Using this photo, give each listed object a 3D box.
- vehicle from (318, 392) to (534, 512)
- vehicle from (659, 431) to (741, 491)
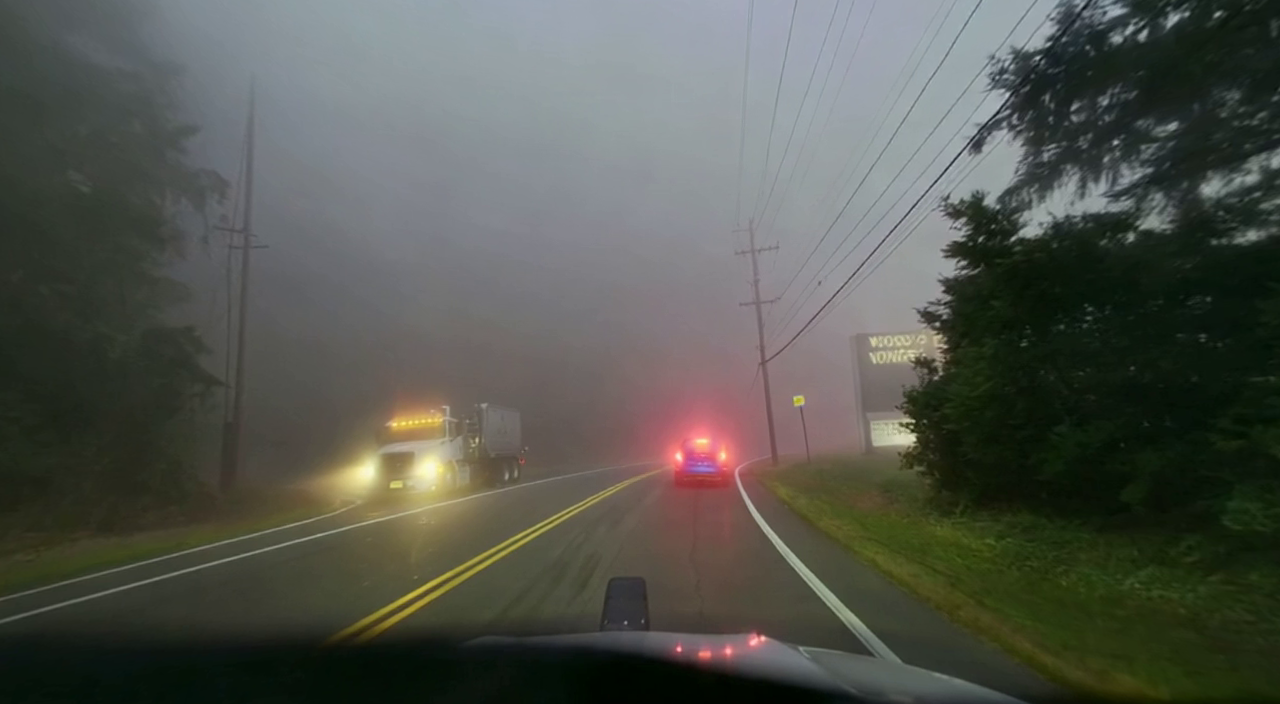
[{"bbox_3d":[-6.868,3.204,21.840,3.395,3.071,7.634,-8,-6,12],"label":"vehicle"},{"bbox_3d":[1.780,3.052,17.936,2.081,1.503,3.726,-1,-9,8],"label":"vehicle"}]
